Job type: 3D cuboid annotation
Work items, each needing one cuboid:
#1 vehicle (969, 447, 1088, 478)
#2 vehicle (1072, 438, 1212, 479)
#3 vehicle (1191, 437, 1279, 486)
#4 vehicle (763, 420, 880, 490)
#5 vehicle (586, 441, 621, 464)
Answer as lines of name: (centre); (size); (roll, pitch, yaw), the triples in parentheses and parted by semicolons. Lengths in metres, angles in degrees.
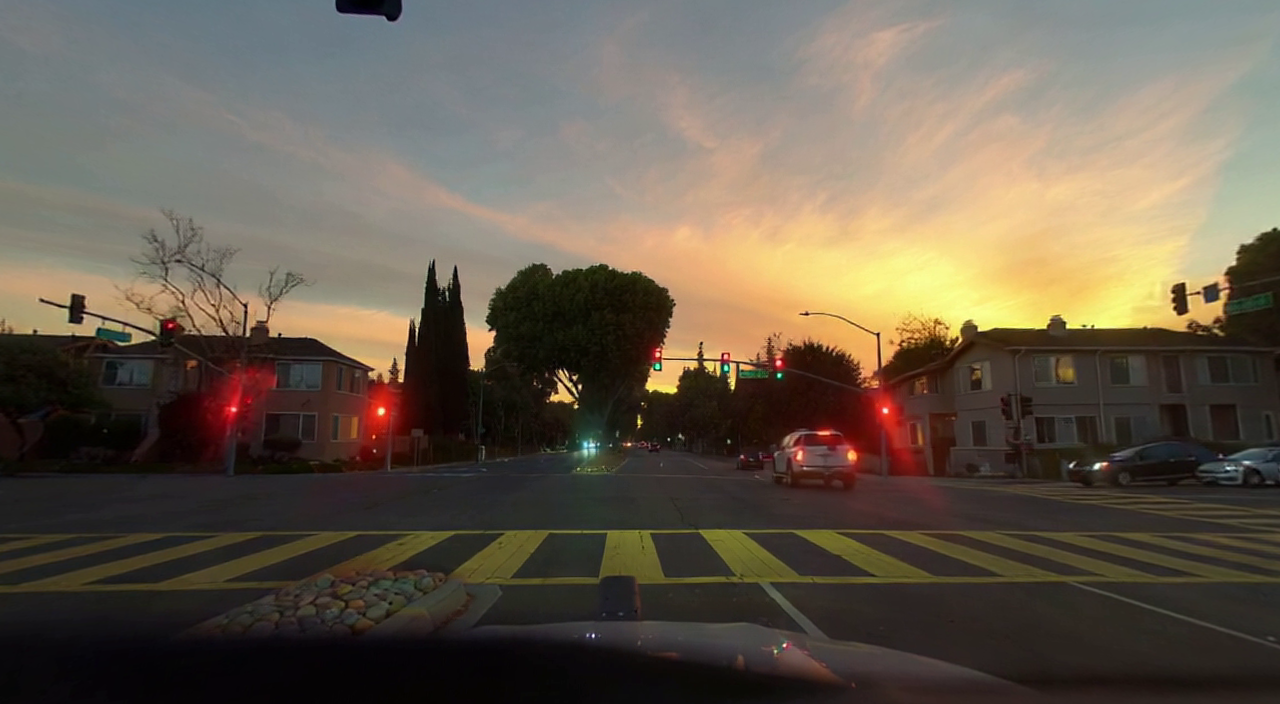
vehicle: (19.730, 5.609, 32.237); (4.874, 1.544, 1.779); (0, -9, 1)
vehicle: (23.503, 4.991, 29.741); (4.807, 1.835, 2.033); (0, -9, -1)
vehicle: (23.634, 4.042, 23.462); (4.417, 1.725, 1.969); (0, -9, -1)
vehicle: (5.929, 3.476, 21.618); (2.273, 2.042, 5.717); (0, -9, 0)
vehicle: (-2.391, 6.715, 42.282); (2.045, 1.484, 3.991); (0, -9, 0)
